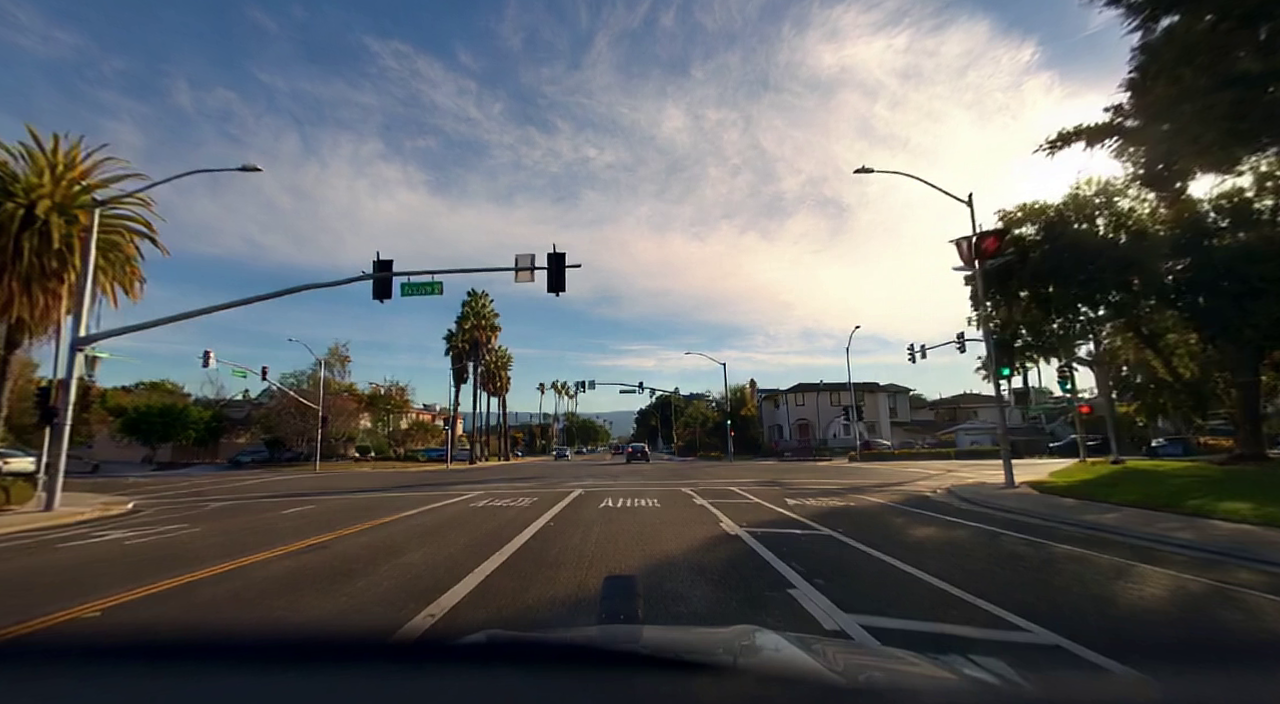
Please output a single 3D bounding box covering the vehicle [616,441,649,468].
[{"bbox_3d":[-0.601,7.325,45.484,2.248,1.833,4.798,0,-8,-2],"label":"vehicle"}]
